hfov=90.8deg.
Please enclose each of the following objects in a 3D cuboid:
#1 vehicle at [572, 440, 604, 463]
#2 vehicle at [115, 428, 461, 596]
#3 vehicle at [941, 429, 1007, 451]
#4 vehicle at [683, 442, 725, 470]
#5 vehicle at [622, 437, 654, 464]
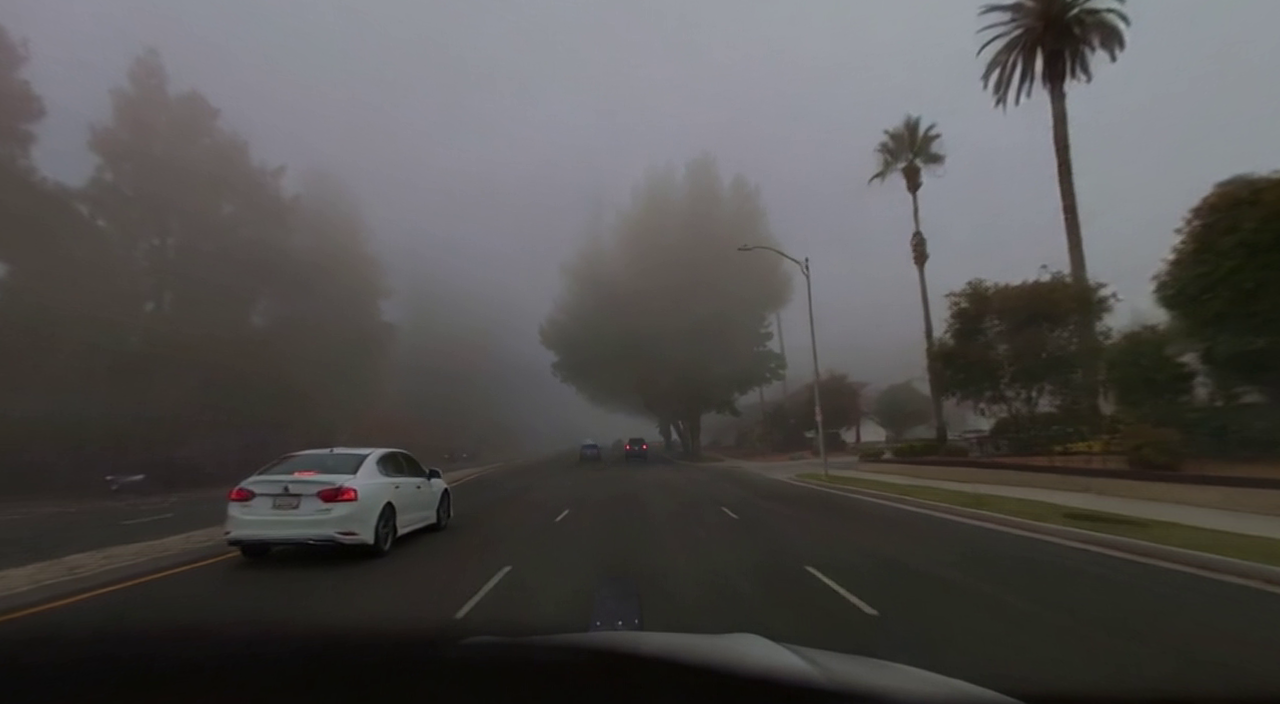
[{"bbox_3d":[-3.662,7.098,45.241,2.000,1.569,3.794,0,-8,-1],"label":"vehicle"},{"bbox_3d":[-3.758,1.749,7.911,1.844,1.451,4.543,0,-8,-2],"label":"vehicle"},{"bbox_3d":[23.712,6.295,45.029,1.754,1.504,4.090,2,-9,-14],"label":"vehicle"},{"bbox_3d":[3.494,5.739,35.159,1.830,1.451,4.009,0,-8,-2],"label":"vehicle"},{"bbox_3d":[-0.178,6.647,42.801,2.043,1.734,4.253,0,-8,-1],"label":"vehicle"}]
